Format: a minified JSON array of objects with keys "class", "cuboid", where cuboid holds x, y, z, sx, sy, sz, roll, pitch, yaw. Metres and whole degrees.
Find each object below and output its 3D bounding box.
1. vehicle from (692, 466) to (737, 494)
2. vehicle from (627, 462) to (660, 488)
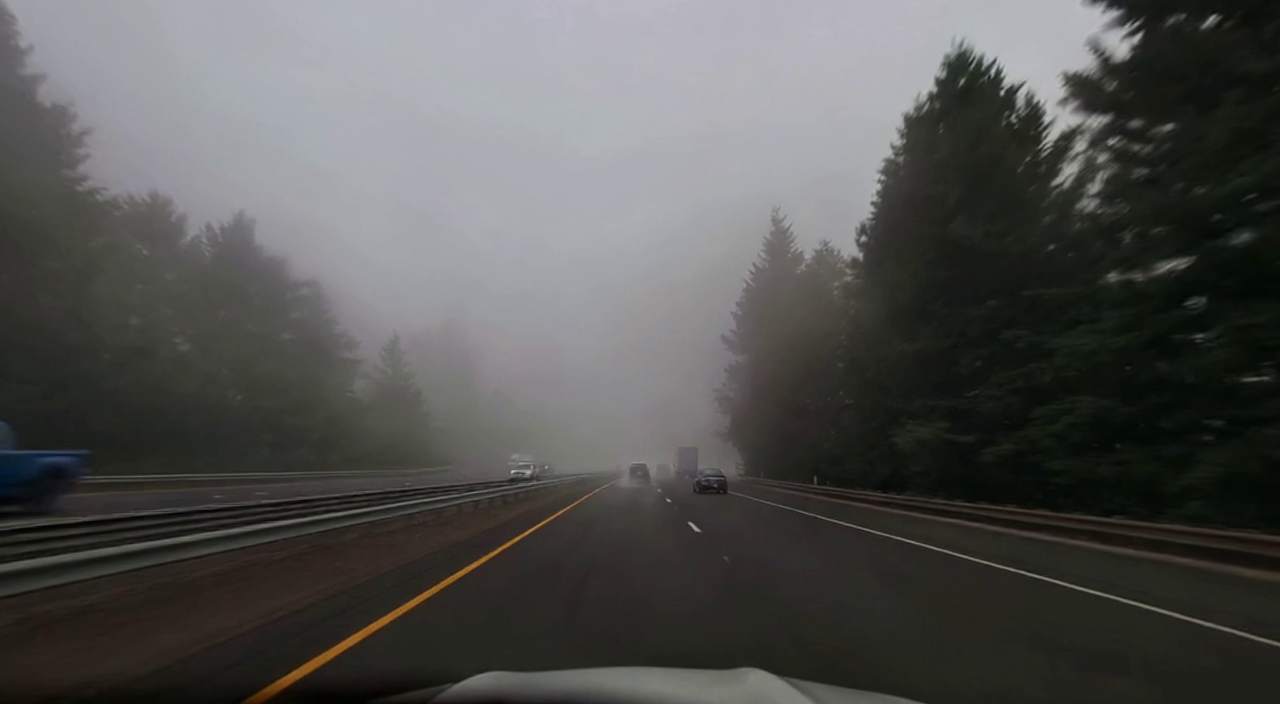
[{"class":"vehicle","cuboid":[4.500,7.805,38.670,2.073,1.532,4.969,1,-10,-1]},{"class":"vehicle","cuboid":[0.278,8.786,45.249,2.212,1.717,4.452,1,-10,1]}]
